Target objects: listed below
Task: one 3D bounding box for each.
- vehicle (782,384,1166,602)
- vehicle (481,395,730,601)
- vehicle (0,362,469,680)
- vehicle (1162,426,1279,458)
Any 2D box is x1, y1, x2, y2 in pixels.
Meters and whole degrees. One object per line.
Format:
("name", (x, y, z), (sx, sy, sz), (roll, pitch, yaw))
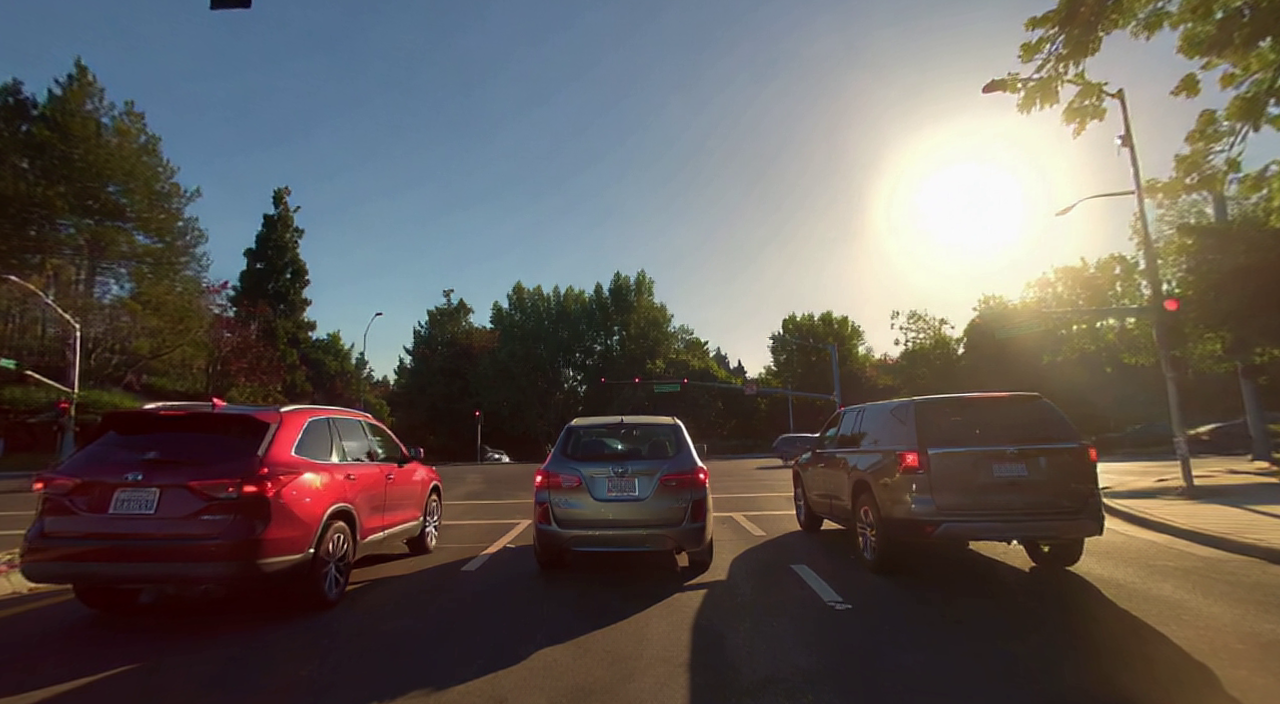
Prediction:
("vehicle", (3.261, 1.487, 7.515), (2.083, 1.779, 4.532), (0, -8, 0))
("vehicle", (-0.239, 1.509, 7.318), (2.067, 1.702, 3.987), (0, -8, 2))
("vehicle", (-3.279, 1.280, 5.886), (2.047, 1.810, 4.414), (0, -8, 1))
("vehicle", (28.848, 4.400, 30.805), (5.018, 1.435, 1.920), (0, -9, -3))
